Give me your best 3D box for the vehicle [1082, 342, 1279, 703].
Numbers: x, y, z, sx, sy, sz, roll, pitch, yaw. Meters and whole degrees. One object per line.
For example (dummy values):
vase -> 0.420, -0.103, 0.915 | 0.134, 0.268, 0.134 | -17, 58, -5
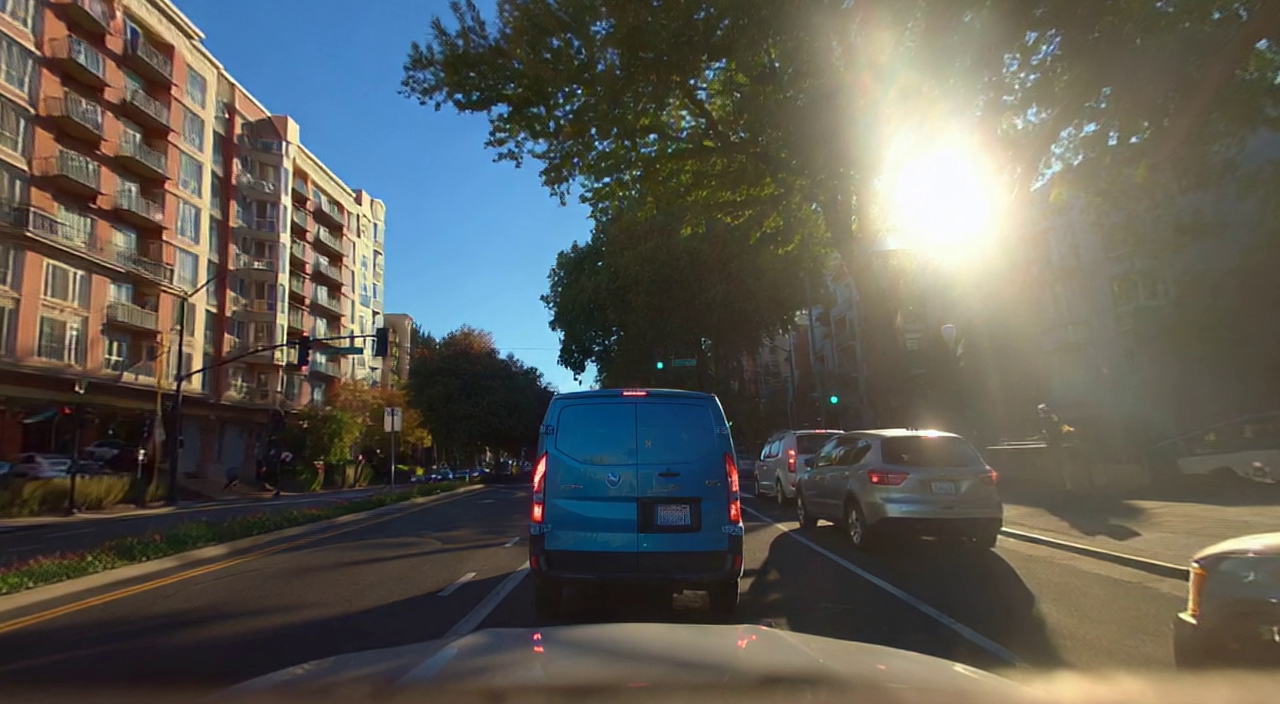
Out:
vehicle -> 3.806, 0.695, 1.751 | 2.157, 1.748, 4.130 | 0, -9, 1

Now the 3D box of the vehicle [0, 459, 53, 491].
vehicle -> -35.518, 6.840, 35.174 | 3.843, 1.680, 1.782 | -1, -9, 5

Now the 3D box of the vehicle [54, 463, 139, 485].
vehicle -> -38.456, 8.631, 44.646 | 4.396, 1.458, 1.809 | -1, -9, 2

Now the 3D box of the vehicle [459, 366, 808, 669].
vehicle -> -0.037, 1.320, 6.045 | 2.101, 1.828, 4.270 | 0, -9, 0

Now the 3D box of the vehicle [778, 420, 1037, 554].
vehicle -> 3.919, 2.065, 10.412 | 2.061, 1.676, 4.734 | 0, -9, -2

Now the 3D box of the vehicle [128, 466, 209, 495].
vehicle -> -33.248, 9.073, 44.534 | 4.292, 1.492, 1.772 | -6, -14, -1
